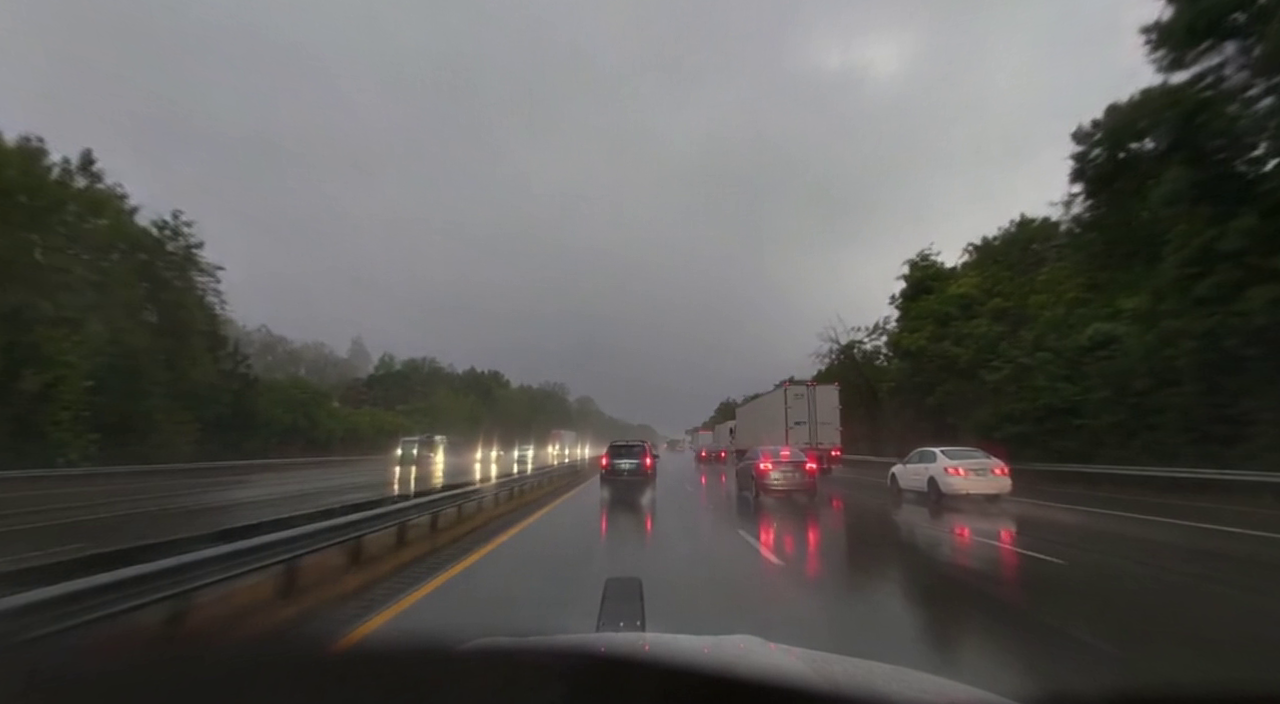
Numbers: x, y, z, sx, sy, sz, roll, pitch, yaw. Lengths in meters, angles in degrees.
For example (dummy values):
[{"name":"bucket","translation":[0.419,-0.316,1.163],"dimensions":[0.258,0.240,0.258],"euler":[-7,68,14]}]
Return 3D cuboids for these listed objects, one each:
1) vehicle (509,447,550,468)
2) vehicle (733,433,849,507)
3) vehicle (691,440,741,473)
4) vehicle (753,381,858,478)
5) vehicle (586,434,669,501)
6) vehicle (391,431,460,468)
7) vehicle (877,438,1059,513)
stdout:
[{"name":"vehicle","translation":[-8.204,7.848,47.204],"dimensions":[2.053,1.476,4.544],"euler":[-1,-9,2]},{"name":"vehicle","translation":[3.612,2.907,15.882],"dimensions":[1.920,1.594,3.867],"euler":[0,-9,-1]},{"name":"vehicle","translation":[4.039,5.637,34.115],"dimensions":[2.150,1.632,4.260],"euler":[0,-9,0]},{"name":"vehicle","translation":[7.699,3.886,30.763],"dimensions":[2.823,4.063,8.485],"euler":[0,-9,1]},{"name":"vehicle","translation":[-0.284,3.114,17.363],"dimensions":[2.023,1.618,3.628],"euler":[0,-9,1]},{"name":"vehicle","translation":[-15.818,7.312,47.180],"dimensions":[2.537,2.511,7.298],"euler":[0,-9,0]},{"name":"vehicle","translation":[7.364,2.798,14.750],"dimensions":[1.951,1.467,4.173],"euler":[0,-9,0]}]
